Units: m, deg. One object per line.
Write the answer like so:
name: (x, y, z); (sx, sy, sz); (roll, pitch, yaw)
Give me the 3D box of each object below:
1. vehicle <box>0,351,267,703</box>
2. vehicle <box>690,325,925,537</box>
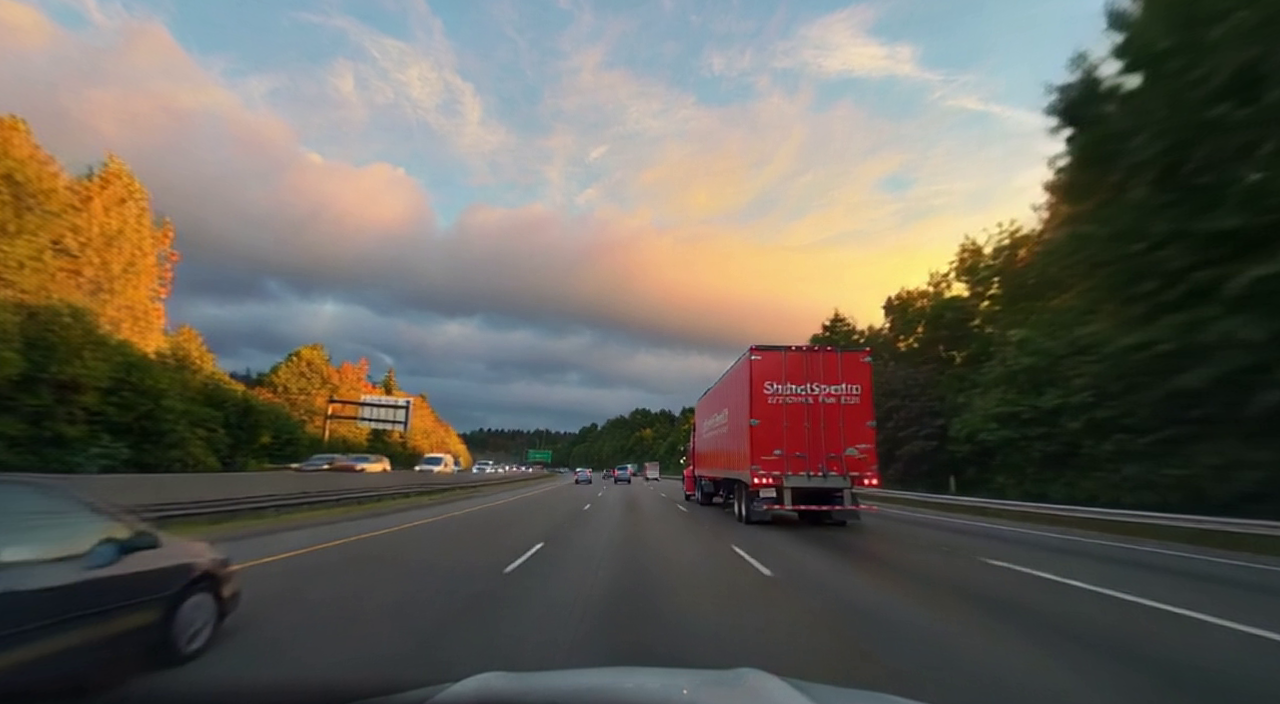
vehicle: (-3.719, 0.791, 2.102); (2.070, 1.775, 4.646); (1, -11, -1)
vehicle: (3.937, 2.861, 19.803); (2.992, 4.300, 13.967); (1, -11, -2)
